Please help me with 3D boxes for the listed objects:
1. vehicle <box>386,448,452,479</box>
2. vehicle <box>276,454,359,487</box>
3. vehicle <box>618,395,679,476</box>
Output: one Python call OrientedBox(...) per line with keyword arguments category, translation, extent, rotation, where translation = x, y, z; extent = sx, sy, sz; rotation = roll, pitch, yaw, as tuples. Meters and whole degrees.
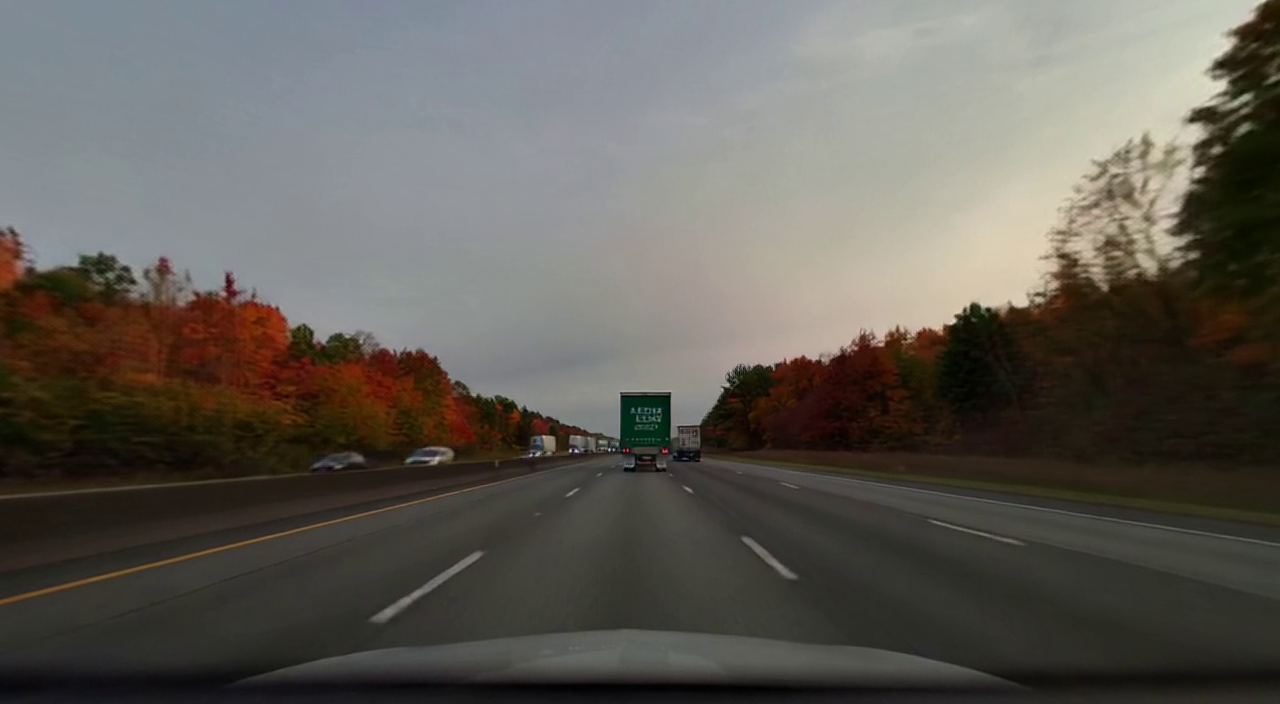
OrientedBox(category="vehicle", translation=(-12.390, 6.259, 35.415), extent=(2.171, 1.661, 3.953), rotation=(0, -9, 1))
OrientedBox(category="vehicle", translation=(-16.136, 5.915, 31.604), extent=(1.914, 1.506, 4.103), rotation=(0, -9, 1))
OrientedBox(category="vehicle", translation=(0.400, 5.037, 37.255), extent=(3.057, 4.073, 10.792), rotation=(0, -9, 0))
